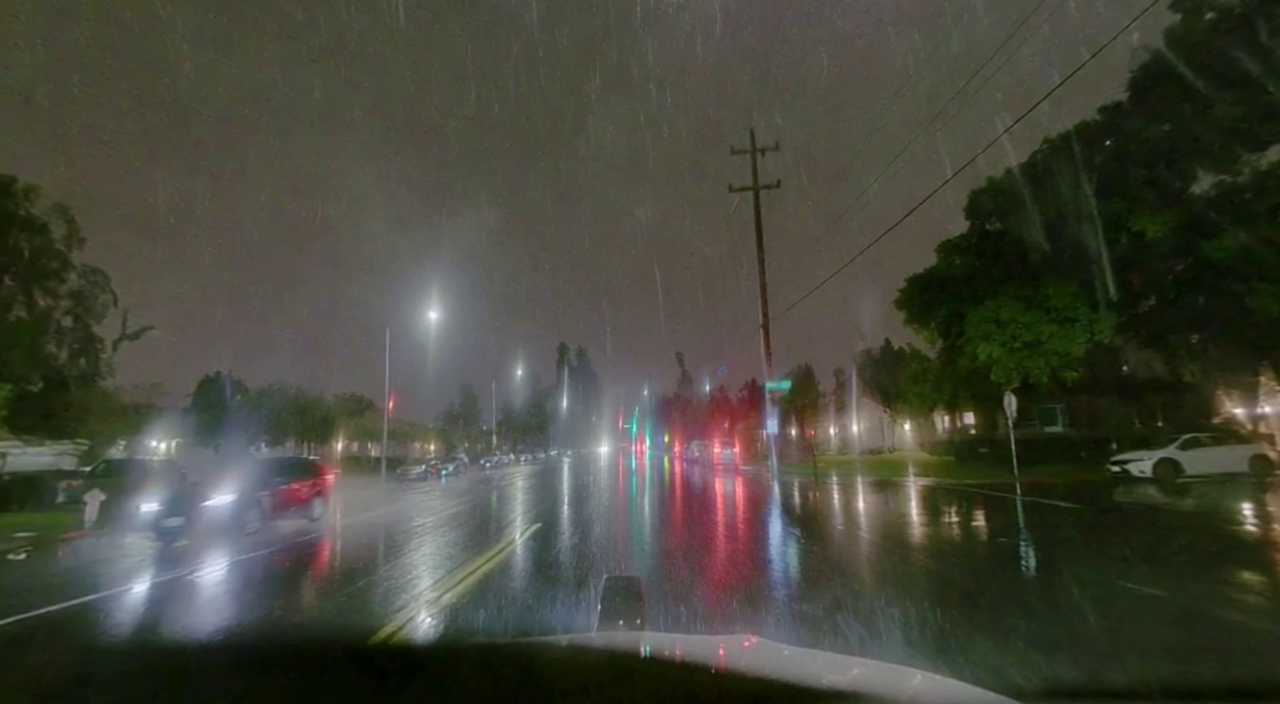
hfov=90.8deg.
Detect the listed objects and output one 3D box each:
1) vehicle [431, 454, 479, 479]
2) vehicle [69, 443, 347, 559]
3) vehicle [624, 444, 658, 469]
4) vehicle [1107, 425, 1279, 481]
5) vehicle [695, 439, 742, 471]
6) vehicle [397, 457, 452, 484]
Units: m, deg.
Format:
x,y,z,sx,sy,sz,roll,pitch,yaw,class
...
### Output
x,y,z,sx,sy,sz,roll,pitch,yaw,class
-12.879,7.983,44.295,1.880,1.523,4.833,0,-9,1,vehicle
-7.409,2.537,11.563,1.990,1.684,4.347,0,-9,0,vehicle
0.017,6.435,39.044,2.022,1.471,3.973,0,-9,-1,vehicle
18.738,3.330,20.962,4.755,1.733,2.029,0,-9,1,vehicle
4.650,6.177,38.124,2.022,1.799,5.105,0,-9,-2,vehicle
-13.005,7.172,38.403,1.834,1.467,4.357,0,-9,0,vehicle
